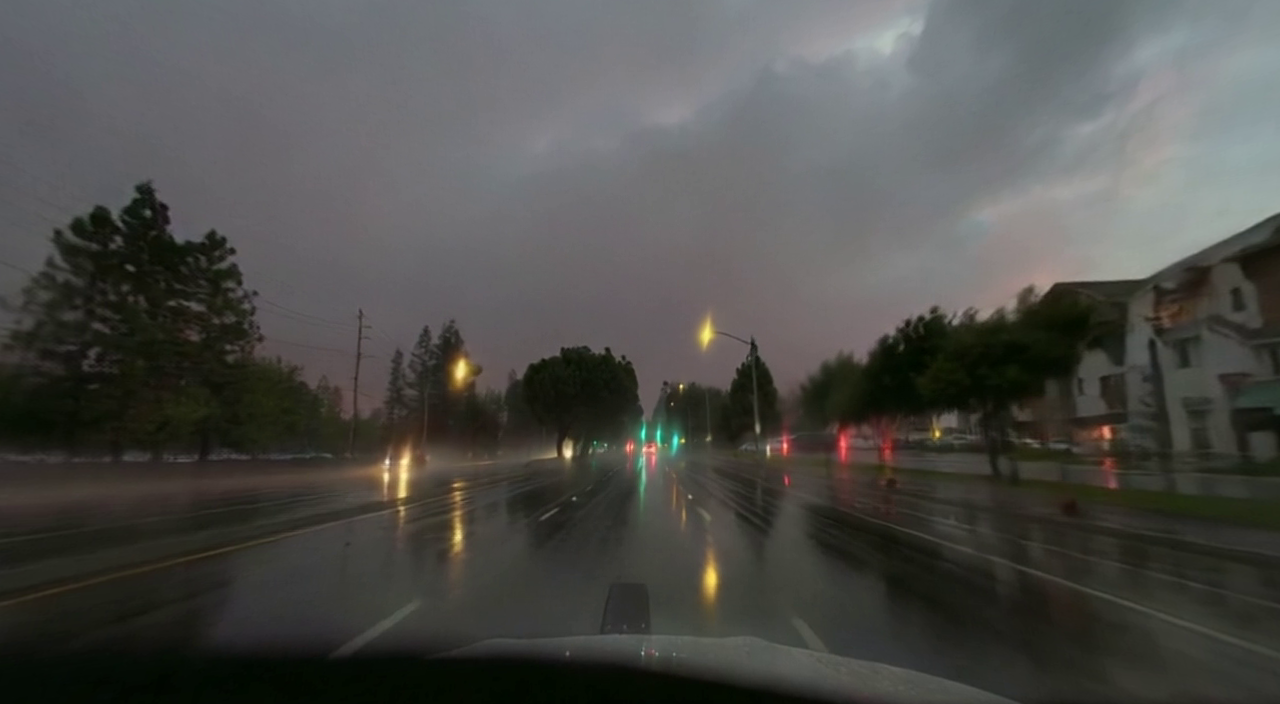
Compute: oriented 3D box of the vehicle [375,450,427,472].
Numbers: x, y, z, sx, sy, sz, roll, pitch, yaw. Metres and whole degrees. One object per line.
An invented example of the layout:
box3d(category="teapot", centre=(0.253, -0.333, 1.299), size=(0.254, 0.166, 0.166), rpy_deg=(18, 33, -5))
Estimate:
box3d(category="vehicle", centre=(-17.808, 8.111, 47.149), size=(1.874, 1.467, 4.649), rpy_deg=(-2, -9, 3))
